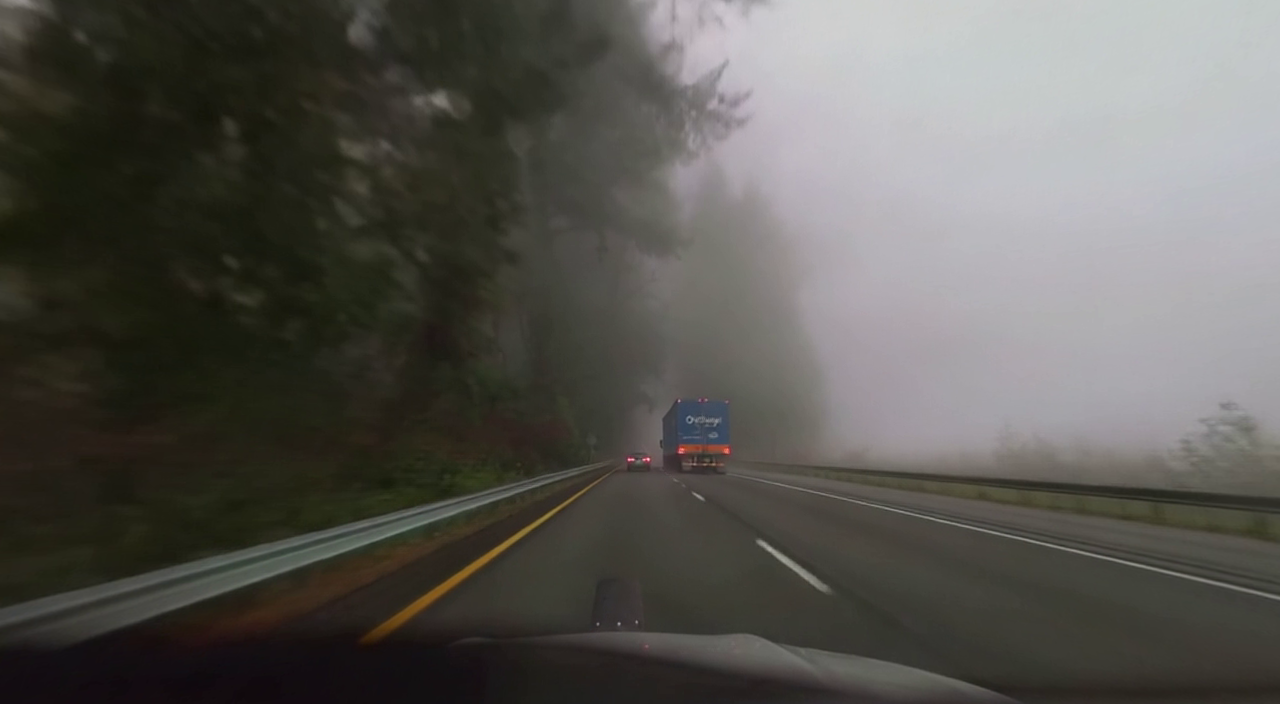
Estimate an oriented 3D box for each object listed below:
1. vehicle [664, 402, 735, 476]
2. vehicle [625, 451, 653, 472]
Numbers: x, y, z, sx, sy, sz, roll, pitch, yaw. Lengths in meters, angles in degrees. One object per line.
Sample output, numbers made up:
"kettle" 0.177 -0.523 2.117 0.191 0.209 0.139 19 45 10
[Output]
"vehicle" 3.515 5.713 40.716 3.440 4.090 11.380 -1 -9 0
"vehicle" -0.036 8.503 48.814 2.057 1.528 3.958 -1 -9 1
